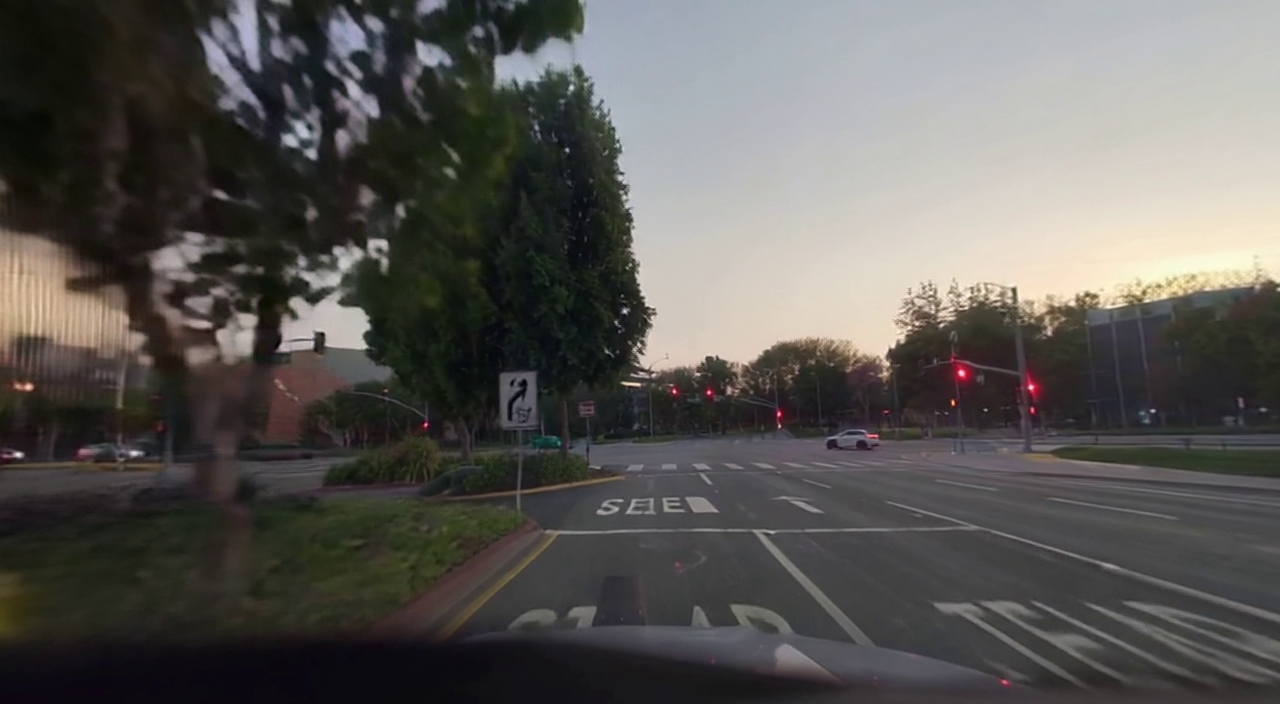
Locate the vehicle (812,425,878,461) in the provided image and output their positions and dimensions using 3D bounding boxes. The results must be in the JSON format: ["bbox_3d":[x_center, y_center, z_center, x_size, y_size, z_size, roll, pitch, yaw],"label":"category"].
[{"bbox_3d":[11.364,5.105,35.366,2.156,1.881,4.743,0,-8,1],"label":"vehicle"}]
